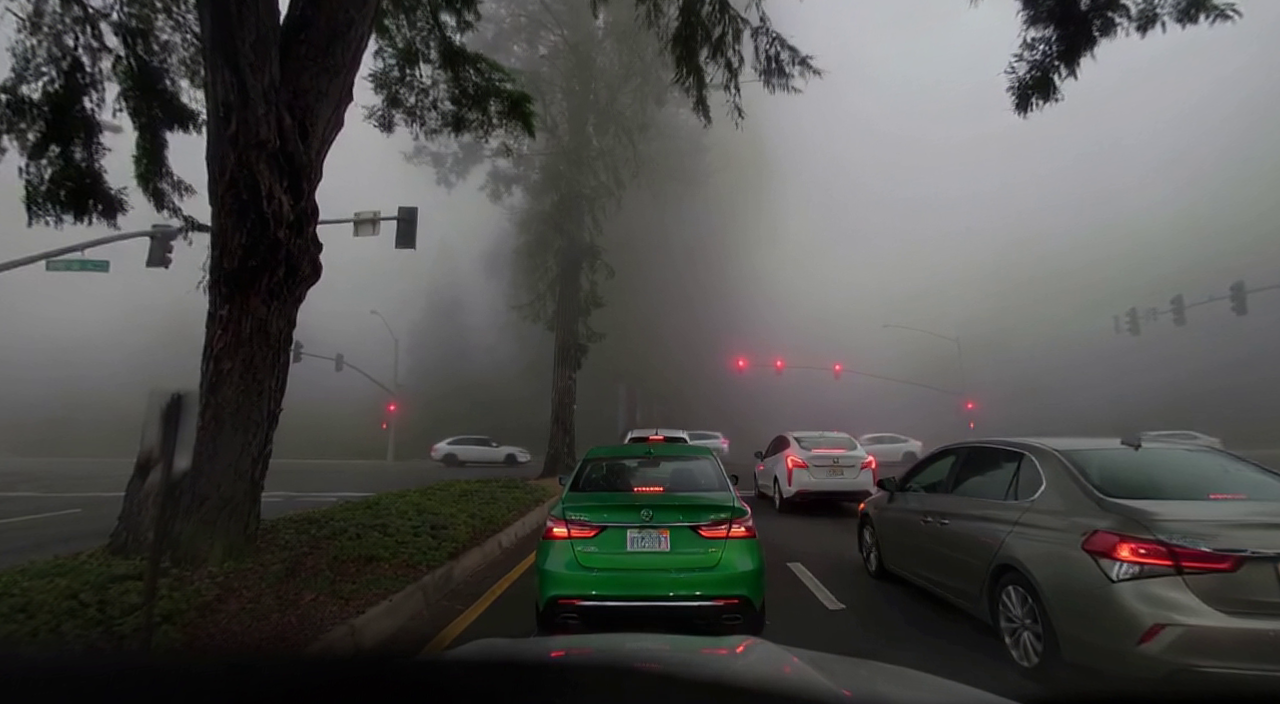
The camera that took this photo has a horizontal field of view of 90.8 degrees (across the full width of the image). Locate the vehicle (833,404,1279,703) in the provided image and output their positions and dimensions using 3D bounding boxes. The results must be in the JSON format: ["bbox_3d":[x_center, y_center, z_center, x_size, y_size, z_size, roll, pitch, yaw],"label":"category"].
[{"bbox_3d":[3.105,1.285,4.886,1.861,1.479,4.371,0,-8,0],"label":"vehicle"}]

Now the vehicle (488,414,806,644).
[{"bbox_3d":[0.043,1.443,6.193,2.026,1.458,4.175,0,-8,0],"label":"vehicle"}]

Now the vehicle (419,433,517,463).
[{"bbox_3d":[-9.198,5.184,34.153,4.869,1.502,1.979,1,-9,-7],"label":"vehicle"}]

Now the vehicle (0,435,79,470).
[{"bbox_3d":[-30.465,4.895,30.876,4.517,1.637,1.935,-1,-9,7],"label":"vehicle"}]

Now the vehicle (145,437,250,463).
[{"bbox_3d":[-26.003,5.786,37.231,4.828,1.467,1.963,-1,-8,5],"label":"vehicle"}]
